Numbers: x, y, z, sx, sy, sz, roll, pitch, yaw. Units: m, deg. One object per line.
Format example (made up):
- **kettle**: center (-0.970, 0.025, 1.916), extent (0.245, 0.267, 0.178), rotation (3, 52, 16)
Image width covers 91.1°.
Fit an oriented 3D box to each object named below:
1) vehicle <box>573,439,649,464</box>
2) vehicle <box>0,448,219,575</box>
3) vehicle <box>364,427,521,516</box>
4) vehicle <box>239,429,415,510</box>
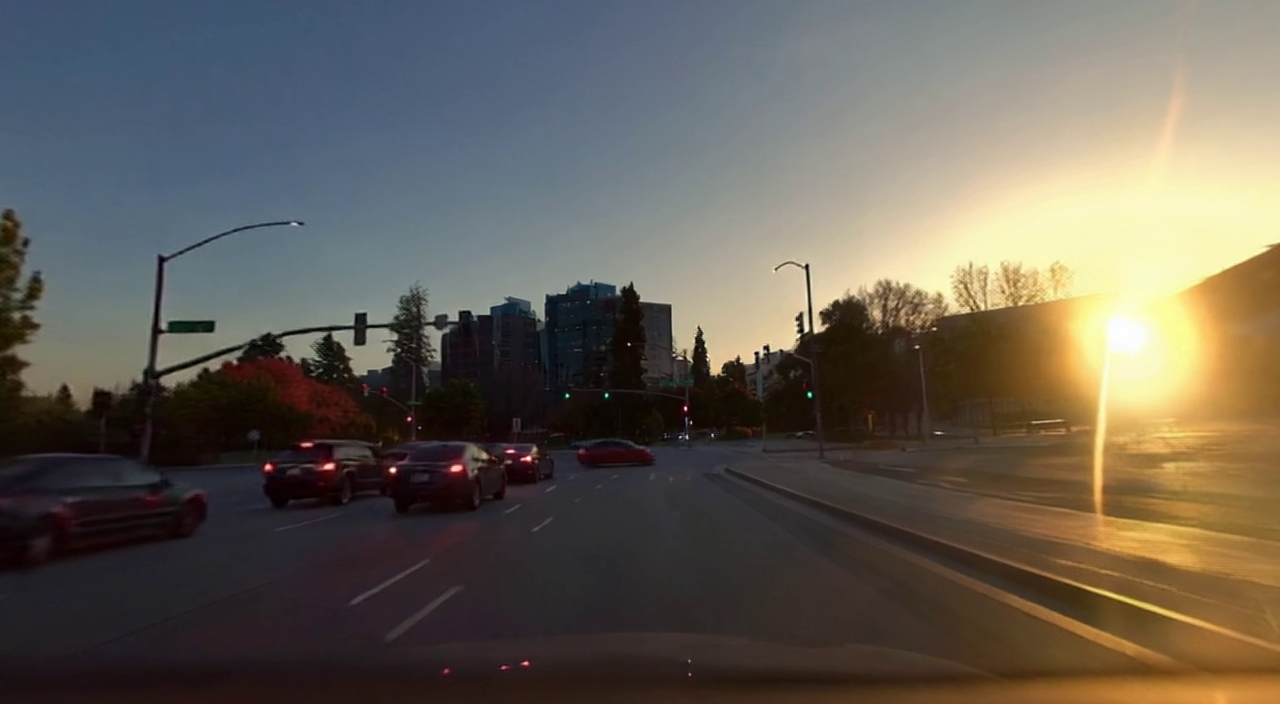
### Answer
- **vehicle**: center (-1.801, 6.347, 40.157), extent (4.767, 1.524, 1.929), rotation (0, -8, 1)
- **vehicle**: center (-8.357, 2.047, 8.590), extent (2.030, 1.440, 4.464), rotation (0, -9, 1)
- **vehicle**: center (-4.122, 2.573, 13.997), extent (2.043, 1.636, 4.320), rotation (0, -9, 1)
- **vehicle**: center (-8.010, 3.043, 16.768), extent (2.152, 1.813, 4.751), rotation (0, -9, 1)
